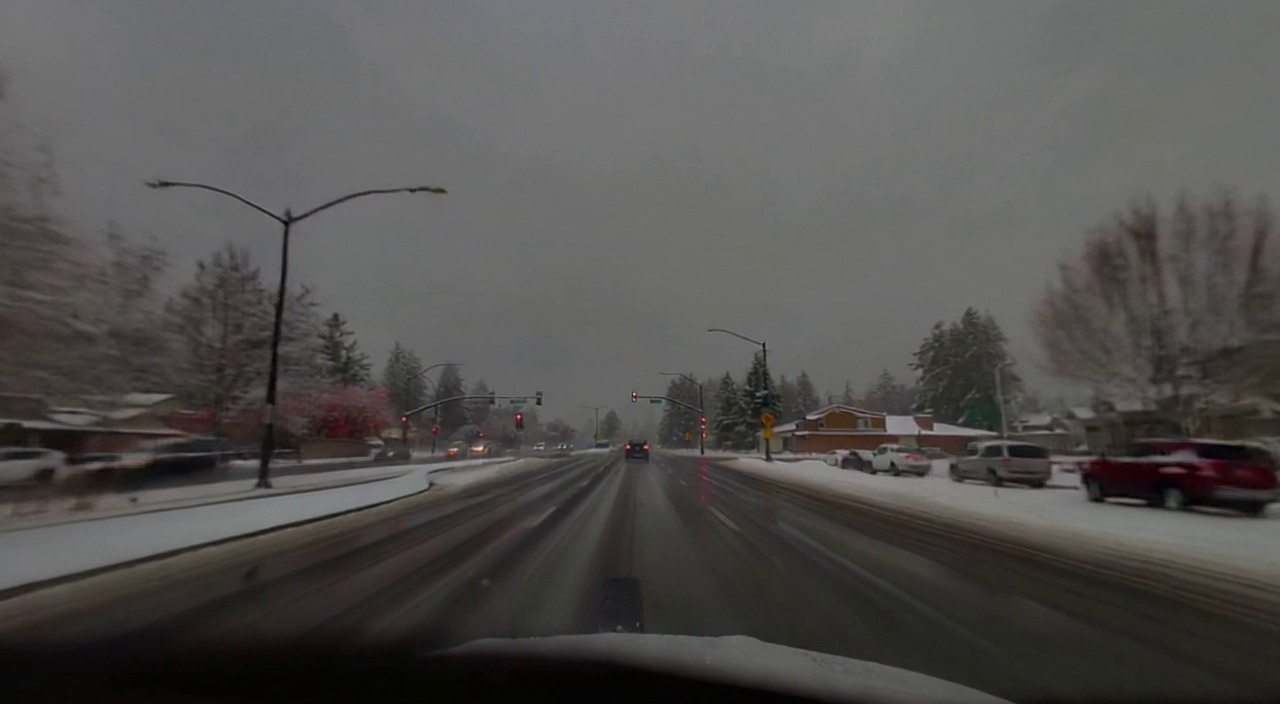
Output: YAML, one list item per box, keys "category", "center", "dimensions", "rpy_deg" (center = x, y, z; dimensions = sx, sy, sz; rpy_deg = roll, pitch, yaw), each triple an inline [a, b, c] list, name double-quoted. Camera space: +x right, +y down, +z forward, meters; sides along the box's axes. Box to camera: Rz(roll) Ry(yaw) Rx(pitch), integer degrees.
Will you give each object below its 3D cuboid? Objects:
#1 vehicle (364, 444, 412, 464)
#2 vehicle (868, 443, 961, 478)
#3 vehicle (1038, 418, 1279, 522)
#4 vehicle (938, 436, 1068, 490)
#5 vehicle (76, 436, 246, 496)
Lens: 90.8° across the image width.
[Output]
- category: "vehicle"
  center: [-19.426, 7.848, 48.880]
  dimensions: [1.918, 1.472, 4.360]
  rpy_deg: [0, -9, 0]
- category: "vehicle"
  center: [12.517, 4.964, 29.253]
  dimensions: [2.128, 1.467, 4.987]
  rpy_deg: [0, -9, 1]
- category: "vehicle"
  center: [12.677, 2.730, 14.979]
  dimensions: [2.386, 1.919, 6.109]
  rpy_deg: [0, -10, -1]
- category: "vehicle"
  center: [12.651, 3.877, 22.405]
  dimensions: [1.976, 1.706, 4.354]
  rpy_deg: [0, -9, 0]
- category: "vehicle"
  center: [-14.944, 3.561, 20.112]
  dimensions: [1.857, 1.656, 4.514]
  rpy_deg: [0, -9, 0]
